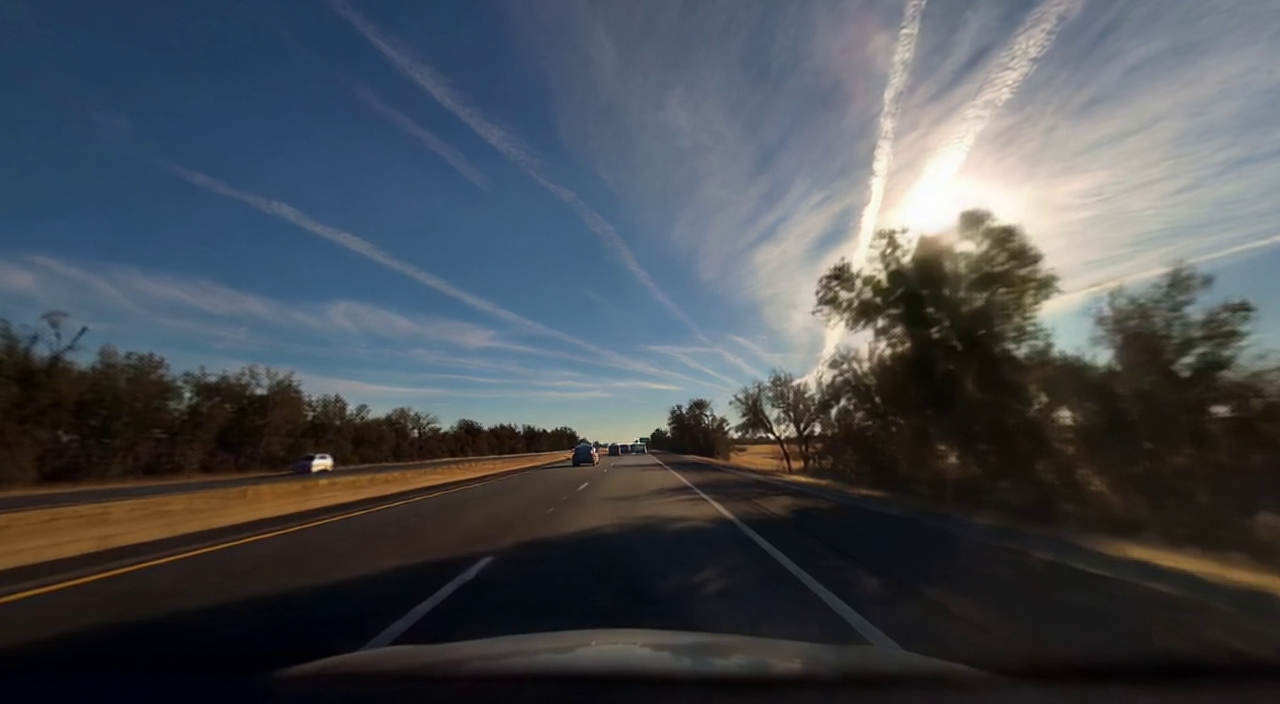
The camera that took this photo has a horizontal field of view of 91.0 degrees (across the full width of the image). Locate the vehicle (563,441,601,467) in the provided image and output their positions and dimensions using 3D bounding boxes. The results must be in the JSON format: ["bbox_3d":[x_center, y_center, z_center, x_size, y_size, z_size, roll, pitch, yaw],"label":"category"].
[{"bbox_3d":[-3.994,7.095,44.064,2.132,1.701,4.303,0,-9,1],"label":"vehicle"}]
